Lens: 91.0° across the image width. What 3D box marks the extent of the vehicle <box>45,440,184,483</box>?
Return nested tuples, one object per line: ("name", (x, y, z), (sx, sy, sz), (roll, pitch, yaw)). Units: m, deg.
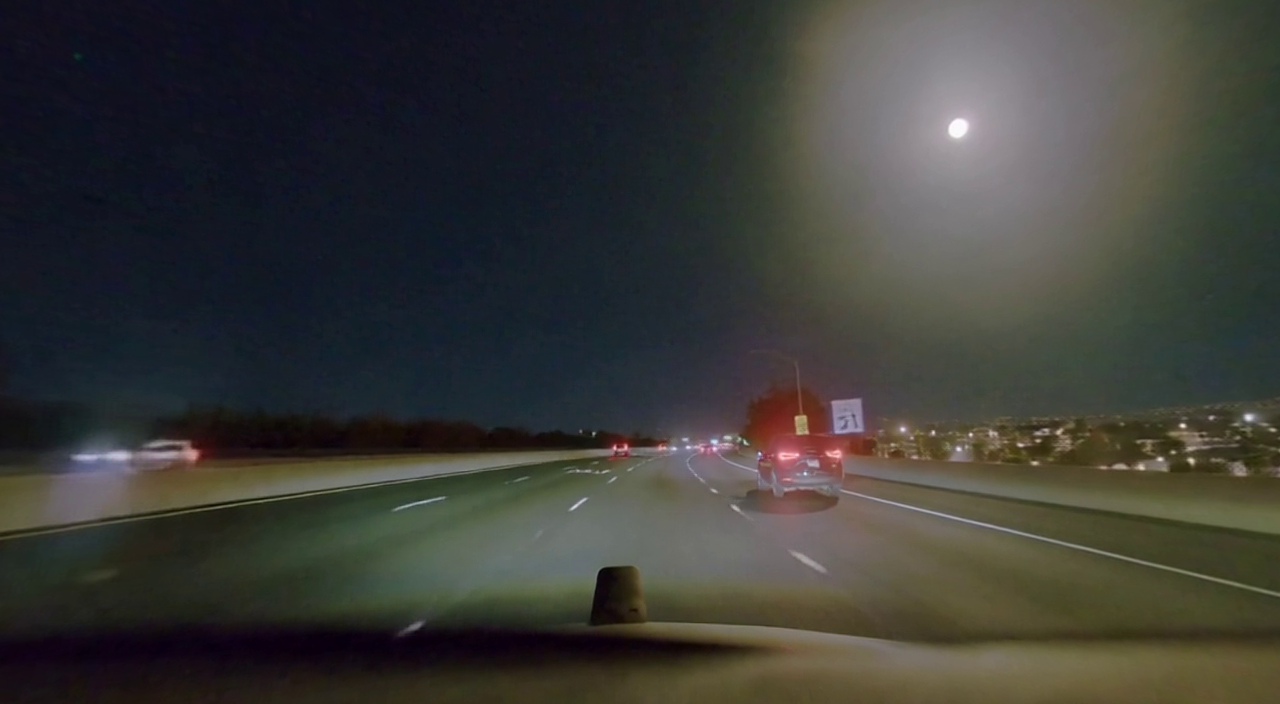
("vehicle", (-22.890, 4.761, 27.717), (1.943, 1.701, 4.638), (-1, -9, 3))
